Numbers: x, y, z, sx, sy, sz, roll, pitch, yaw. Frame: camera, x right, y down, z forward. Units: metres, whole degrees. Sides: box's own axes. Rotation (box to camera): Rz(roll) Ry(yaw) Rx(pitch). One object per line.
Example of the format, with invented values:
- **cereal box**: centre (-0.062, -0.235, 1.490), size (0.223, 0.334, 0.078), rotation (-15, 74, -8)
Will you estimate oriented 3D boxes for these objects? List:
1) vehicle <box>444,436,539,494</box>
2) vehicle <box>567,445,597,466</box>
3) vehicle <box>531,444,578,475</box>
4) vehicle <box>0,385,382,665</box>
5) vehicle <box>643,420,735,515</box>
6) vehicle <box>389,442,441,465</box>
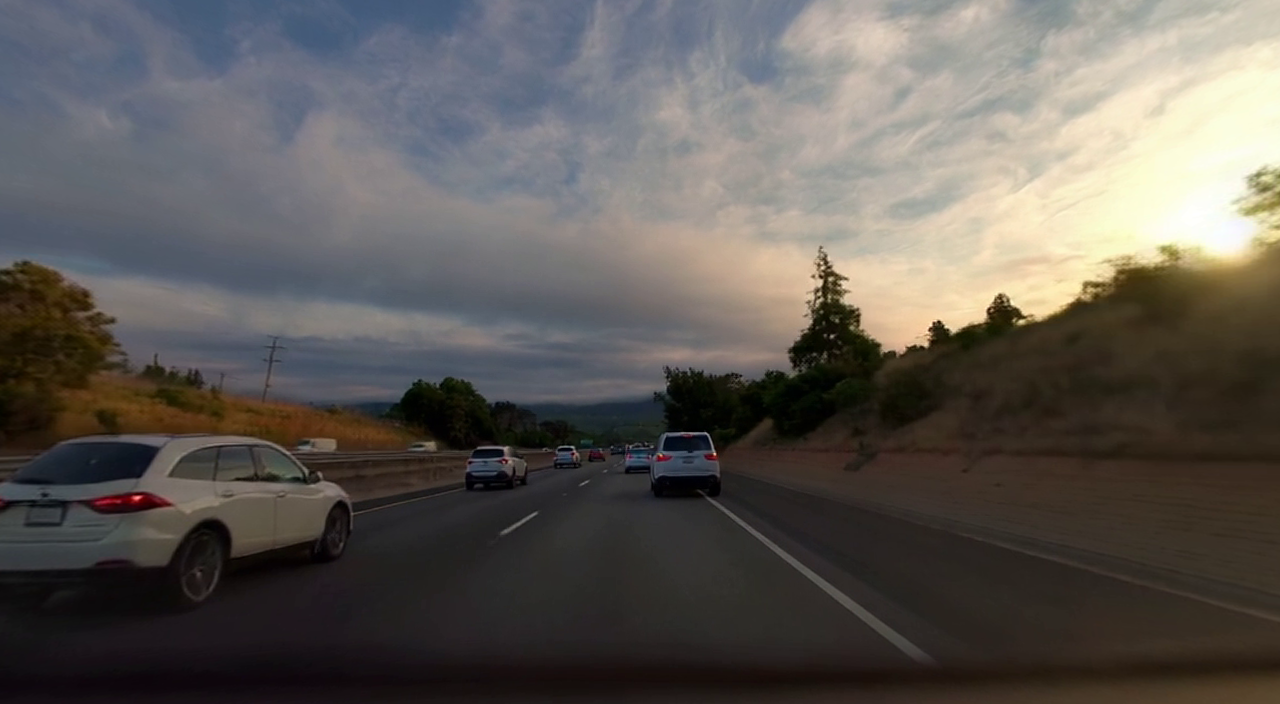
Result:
- **vehicle**: centre (-4.610, 3.569, 20.283), size (1.934, 1.642, 4.201), rotation (0, -9, 2)
- **vehicle**: centre (-4.458, 8.011, 48.753), size (1.855, 1.527, 4.209), rotation (0, -9, 1)
- **vehicle**: centre (-4.439, 5.647, 33.256), size (1.867, 1.489, 3.829), rotation (0, -9, 1)
- **vehicle**: centre (-4.264, 1.321, 5.775), size (2.034, 1.642, 3.969), rotation (0, -9, 1)
- **vehicle**: centre (1.019, 2.673, 14.956), size (1.825, 1.920, 3.960), rotation (0, -9, 0)
- **vehicle**: centre (-15.553, 7.035, 43.778), size (1.996, 1.519, 4.282), rotation (0, -9, 1)
